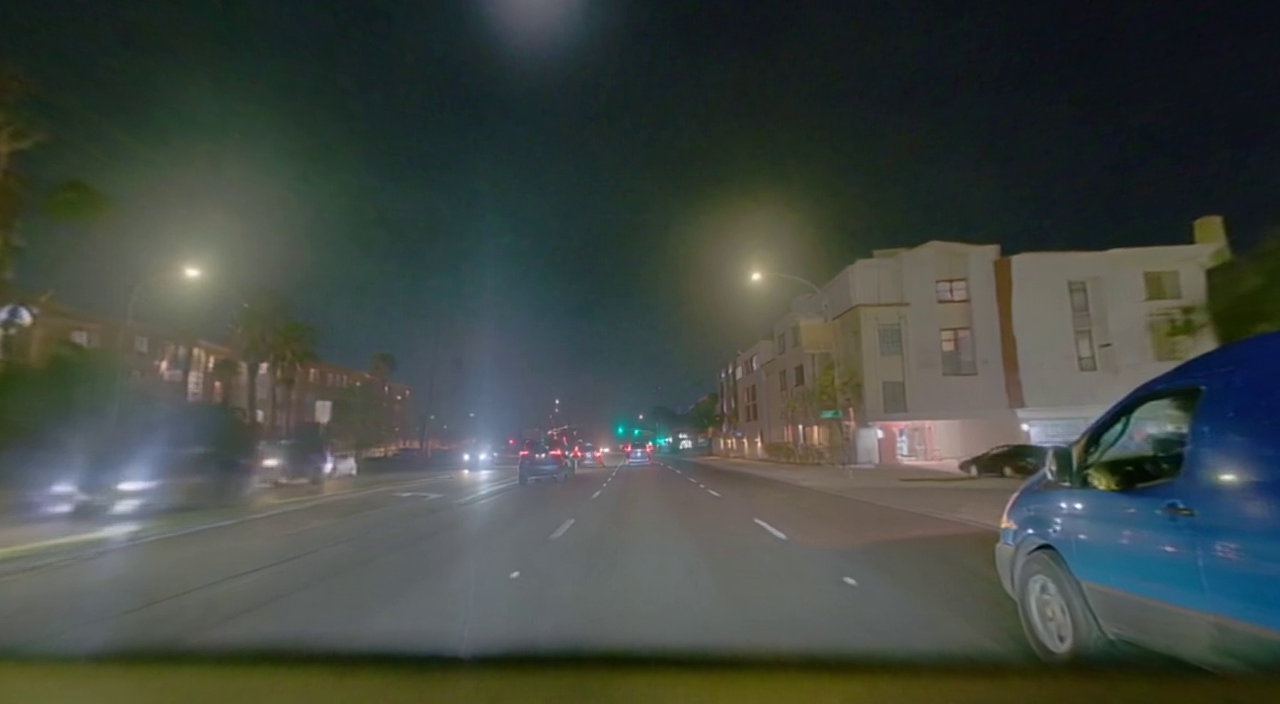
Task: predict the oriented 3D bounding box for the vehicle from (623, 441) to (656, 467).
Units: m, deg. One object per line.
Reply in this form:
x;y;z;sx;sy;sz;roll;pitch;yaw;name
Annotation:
-0.078;7.168;44.611;2.191;1.761;3.857;0;-8;-2;vehicle

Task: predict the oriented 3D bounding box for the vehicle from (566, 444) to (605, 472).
-3.013;5.957;35.718;1.869;1.454;4.142;0;-8;-1;vehicle

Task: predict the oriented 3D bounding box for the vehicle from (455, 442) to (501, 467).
-12.171;7.716;47.863;2.242;1.770;4.782;0;-9;0;vehicle

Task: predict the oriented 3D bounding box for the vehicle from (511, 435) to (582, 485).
-3.413;4.042;23.861;1.967;1.703;4.157;0;-8;1;vehicle

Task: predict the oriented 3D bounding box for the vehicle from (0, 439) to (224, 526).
-11.881;2.803;14.219;1.989;1.631;4.500;0;-8;-1;vehicle

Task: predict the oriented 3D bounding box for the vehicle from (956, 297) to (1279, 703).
3.683;0.755;2.599;2.234;1.912;4.847;0;-9;0;vehicle

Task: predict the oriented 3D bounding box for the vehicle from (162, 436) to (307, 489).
-18.666;5.098;29.640;2.694;2.177;6.297;0;-9;-1;vehicle
